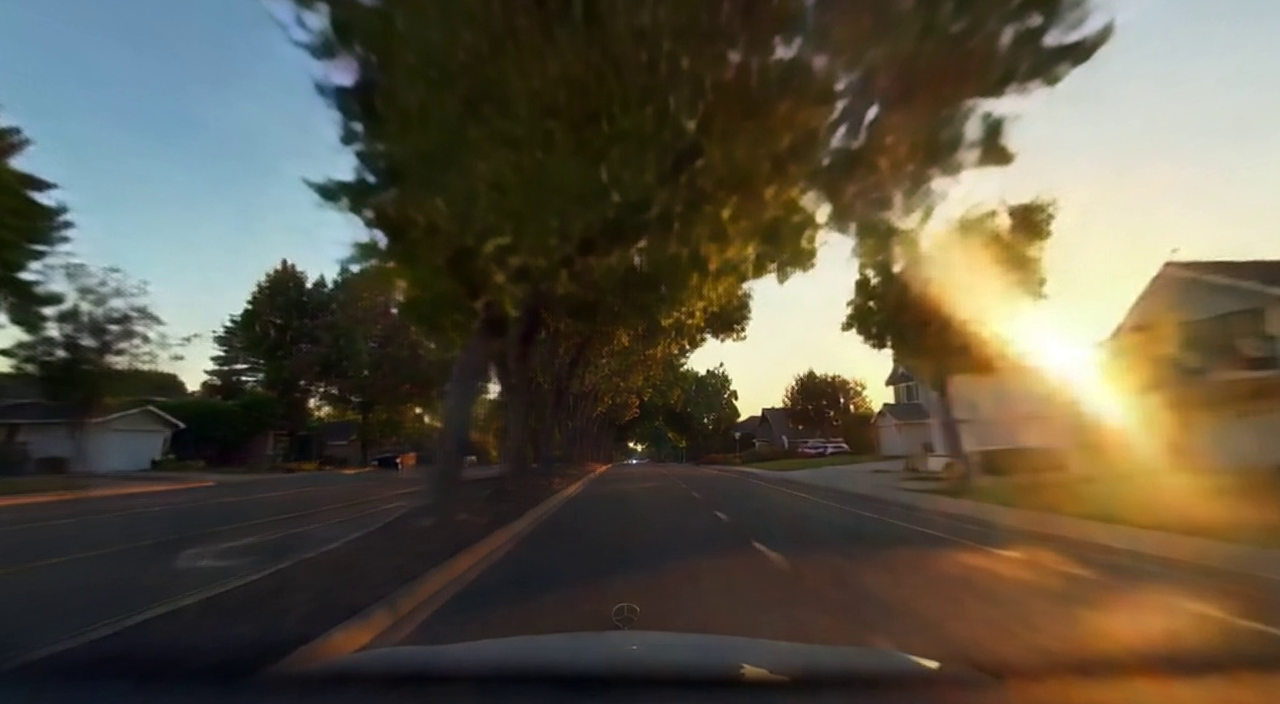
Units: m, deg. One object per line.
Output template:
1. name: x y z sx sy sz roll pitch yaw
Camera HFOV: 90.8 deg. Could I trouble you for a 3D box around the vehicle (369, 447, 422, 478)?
1. vehicle: -12.690 5.746 33.068 2.068 1.502 4.643 2 -10 -15
